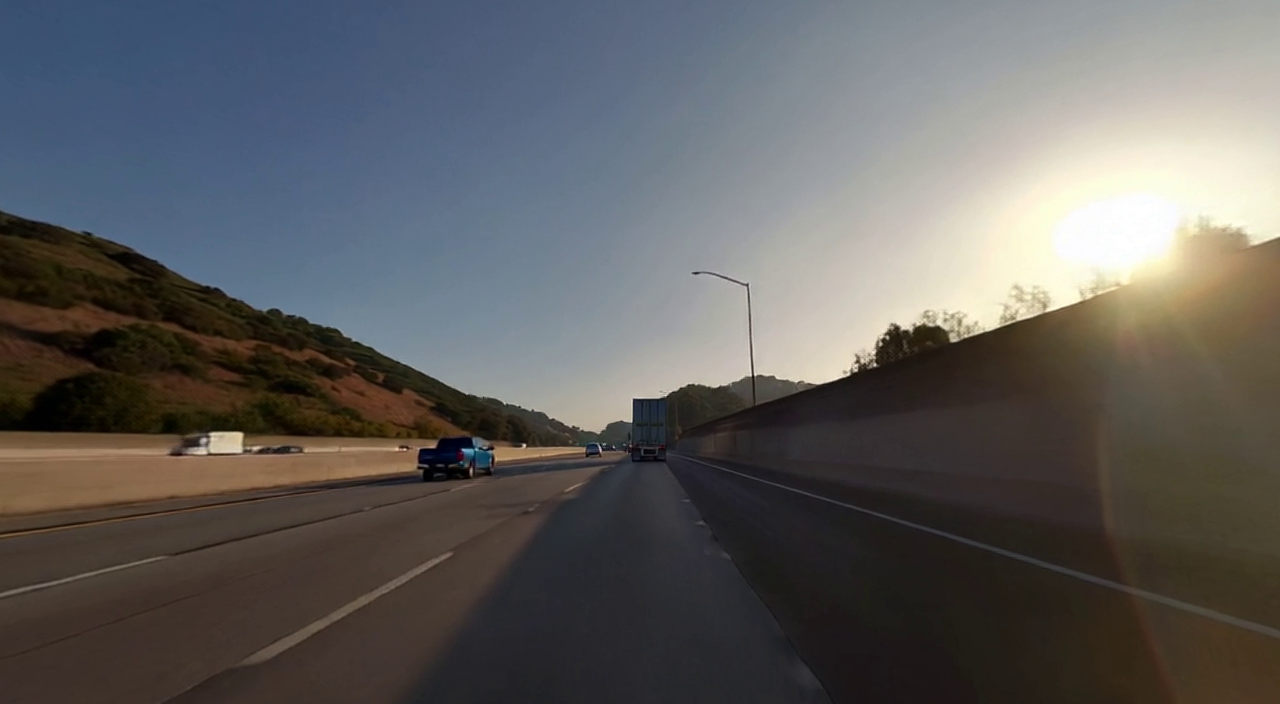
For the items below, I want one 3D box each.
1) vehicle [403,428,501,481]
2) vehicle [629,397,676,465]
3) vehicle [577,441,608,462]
[{"bbox_3d":[-7.182,3.987,24.805,2.113,1.837,5.339,0,-8,1],"label":"vehicle"},{"bbox_3d":[0.947,6.060,47.282,2.951,4.229,15.519,0,-8,1],"label":"vehicle"},{"bbox_3d":[-3.633,7.666,48.761,1.983,1.508,4.060,0,-8,2],"label":"vehicle"}]
